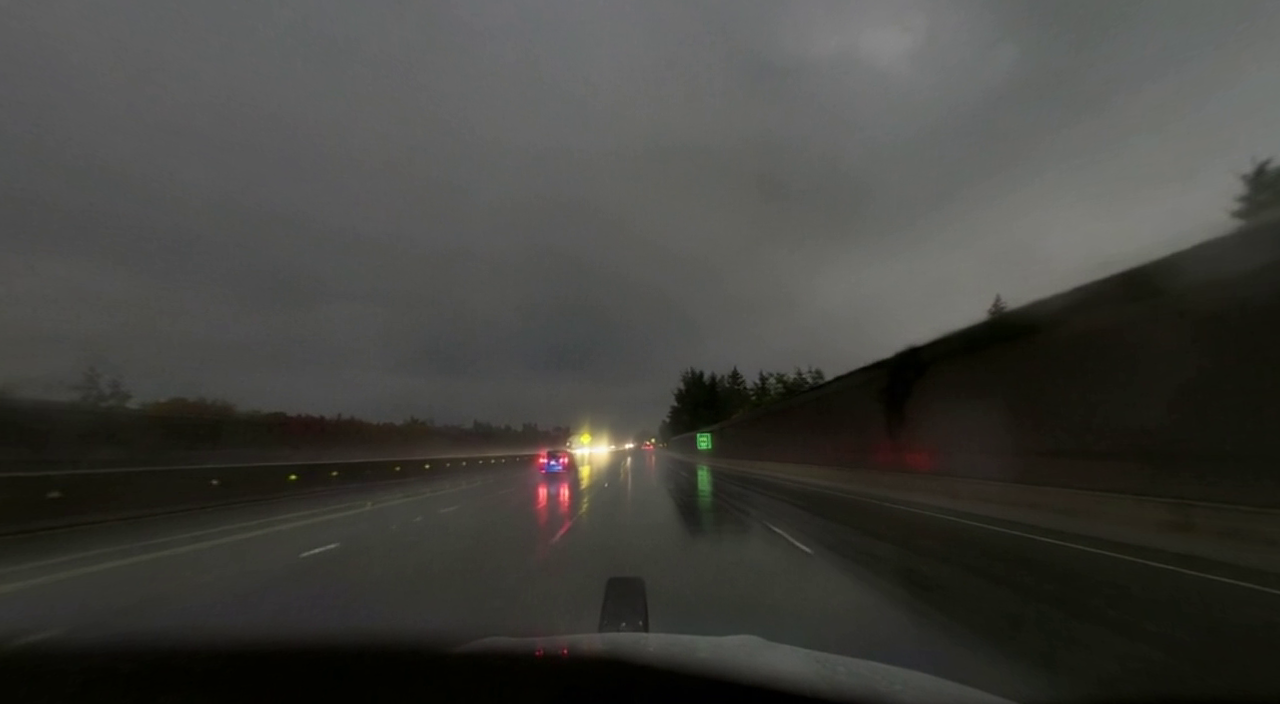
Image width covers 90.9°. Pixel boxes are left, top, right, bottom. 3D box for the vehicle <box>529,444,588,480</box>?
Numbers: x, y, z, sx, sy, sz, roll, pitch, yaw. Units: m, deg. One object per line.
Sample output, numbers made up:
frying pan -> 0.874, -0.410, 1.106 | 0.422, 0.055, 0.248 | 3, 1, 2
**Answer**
vehicle -> -3.850, 5.284, 30.503 | 2.160, 1.552, 4.592 | 0, -9, 1
